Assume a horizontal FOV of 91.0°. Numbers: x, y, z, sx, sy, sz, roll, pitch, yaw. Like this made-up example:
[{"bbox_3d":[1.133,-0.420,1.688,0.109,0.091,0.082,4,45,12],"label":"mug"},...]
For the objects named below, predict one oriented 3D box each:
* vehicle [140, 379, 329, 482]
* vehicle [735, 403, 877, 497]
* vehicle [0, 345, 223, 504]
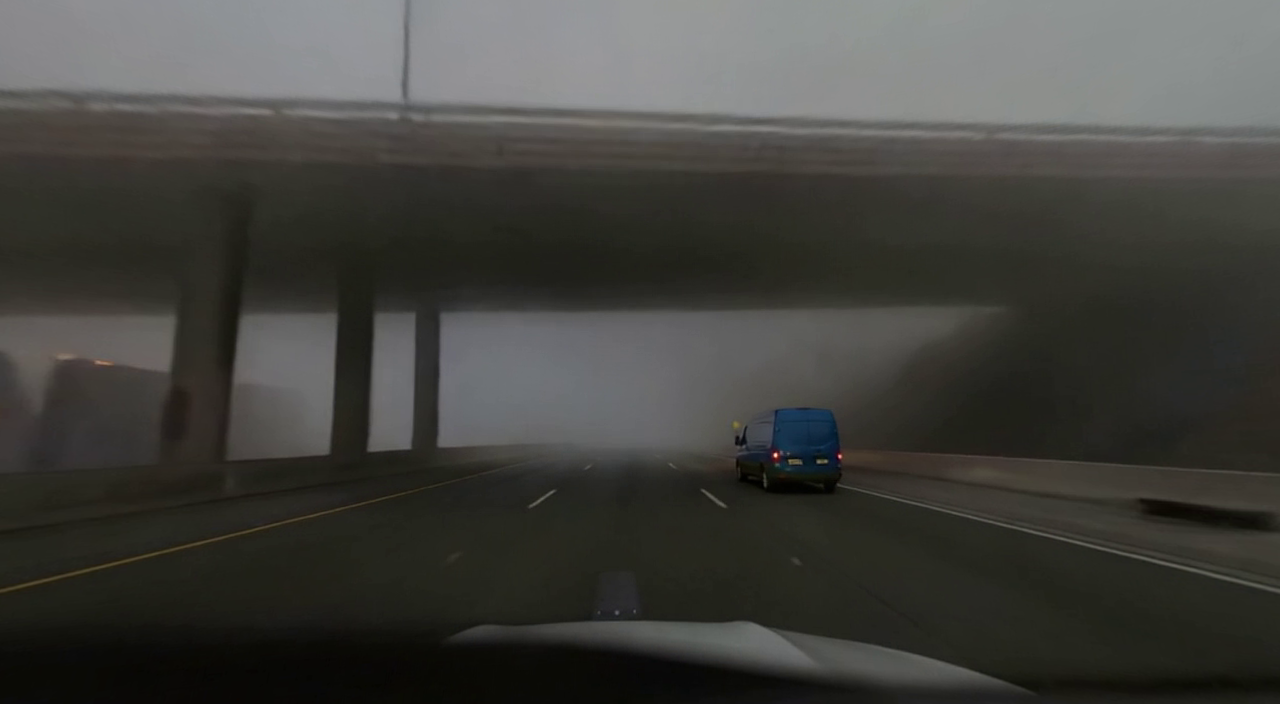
[{"bbox_3d":[-17.263,3.520,27.787,2.854,3.820,8.298,0,-8,-1],"label":"vehicle"},{"bbox_3d":[3.929,2.433,15.902,2.161,2.002,4.631,0,-8,-2],"label":"vehicle"},{"bbox_3d":[-17.144,2.198,18.298,3.018,3.854,10.404,0,-8,-1],"label":"vehicle"}]
